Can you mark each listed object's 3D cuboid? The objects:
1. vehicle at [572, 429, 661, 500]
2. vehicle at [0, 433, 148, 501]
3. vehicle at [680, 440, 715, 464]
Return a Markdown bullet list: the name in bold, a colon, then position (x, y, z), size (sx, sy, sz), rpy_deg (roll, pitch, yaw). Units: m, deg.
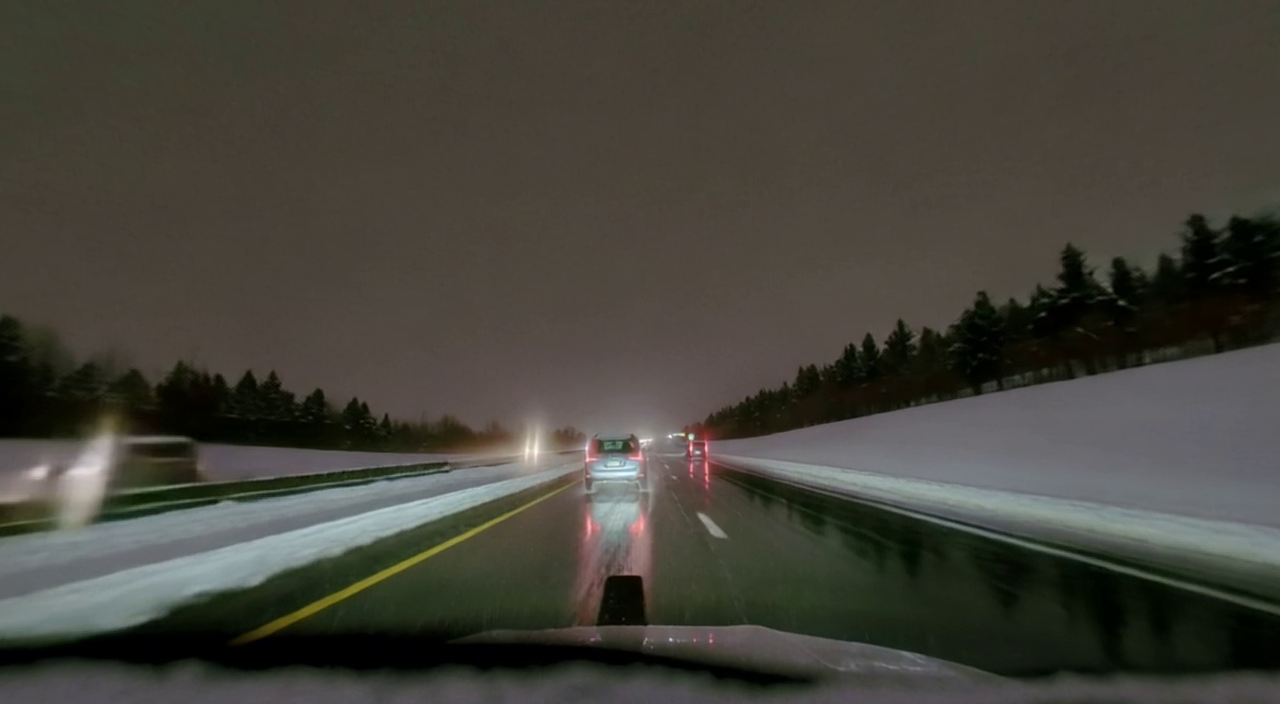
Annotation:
- **vehicle**: position (-0.504, 3.059, 17.597), size (2.143, 1.693, 4.513), rpy_deg (-1, -8, 2)
- **vehicle**: position (-18.438, 3.485, 19.586), size (2.248, 1.820, 4.877), rpy_deg (-1, -8, 1)
- **vehicle**: position (4.062, 7.152, 45.238), size (2.073, 1.621, 3.993), rpy_deg (0, -8, 0)
